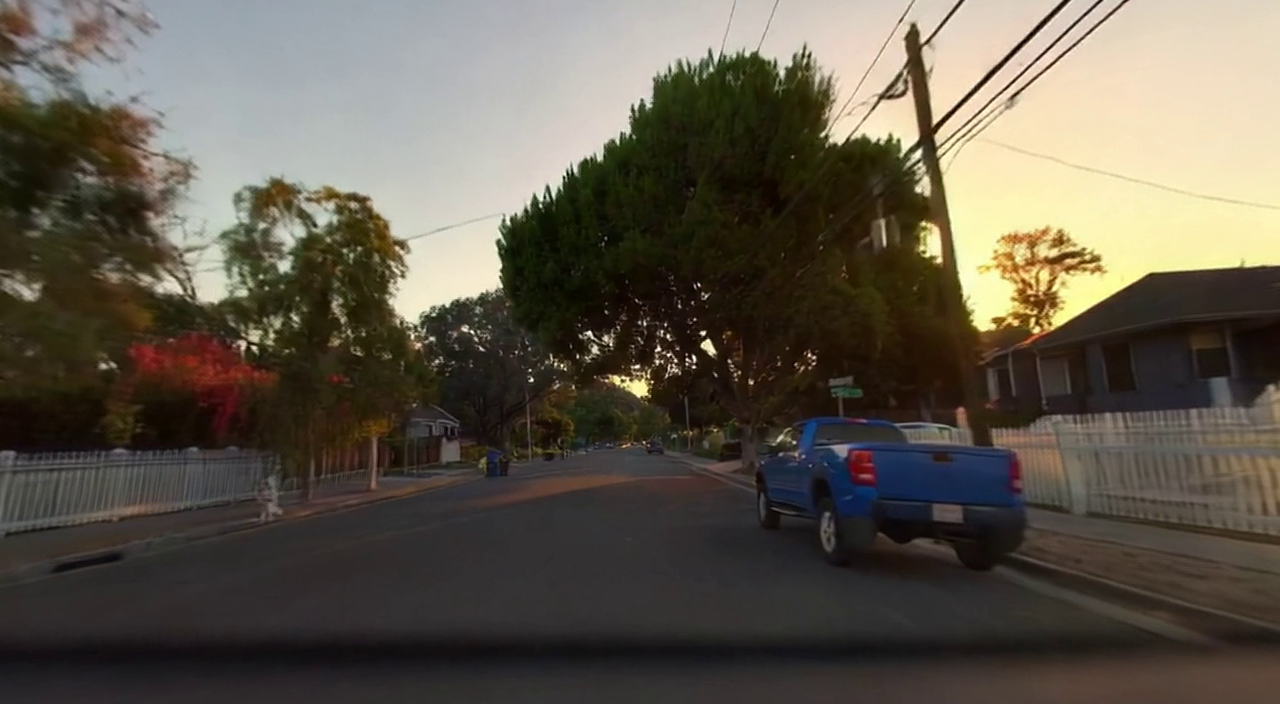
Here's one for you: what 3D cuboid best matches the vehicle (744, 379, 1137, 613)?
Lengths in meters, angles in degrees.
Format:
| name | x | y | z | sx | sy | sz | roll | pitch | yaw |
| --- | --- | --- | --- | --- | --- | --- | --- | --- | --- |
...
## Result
| name | x | y | z | sx | sy | sz | roll | pitch | yaw |
| --- | --- | --- | --- | --- | --- | --- | --- | --- | --- |
| vehicle | 2.716 | 1.460 | 7.315 | 2.126 | 1.795 | 4.751 | 0 | -9 | -1 |
